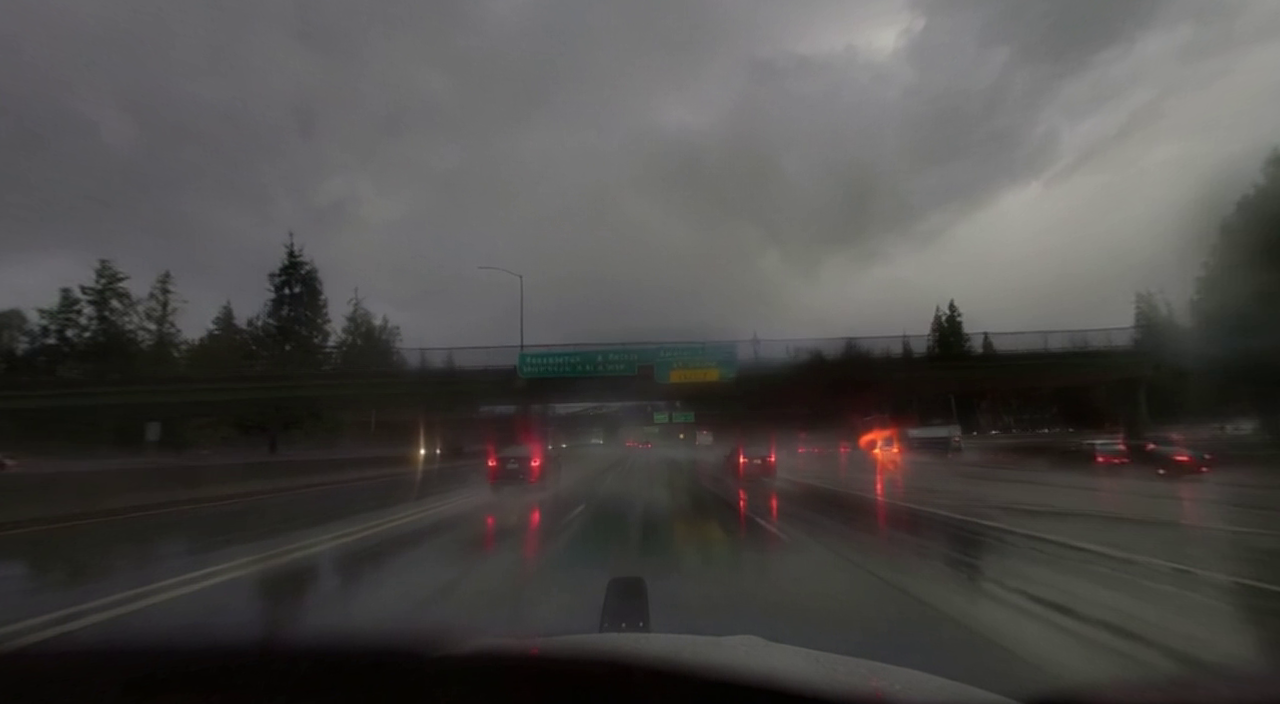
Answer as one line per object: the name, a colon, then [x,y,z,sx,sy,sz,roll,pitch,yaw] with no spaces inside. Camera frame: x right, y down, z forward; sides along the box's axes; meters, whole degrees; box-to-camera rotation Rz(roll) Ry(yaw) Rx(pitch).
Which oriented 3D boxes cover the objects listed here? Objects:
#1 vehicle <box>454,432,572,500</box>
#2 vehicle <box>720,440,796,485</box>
vehicle: [-3.489,3.254,18.441,2.259,1.706,4.924,0,-8,2]
vehicle: [4.235,4.032,23.289,1.908,1.483,4.259,0,-8,-1]
